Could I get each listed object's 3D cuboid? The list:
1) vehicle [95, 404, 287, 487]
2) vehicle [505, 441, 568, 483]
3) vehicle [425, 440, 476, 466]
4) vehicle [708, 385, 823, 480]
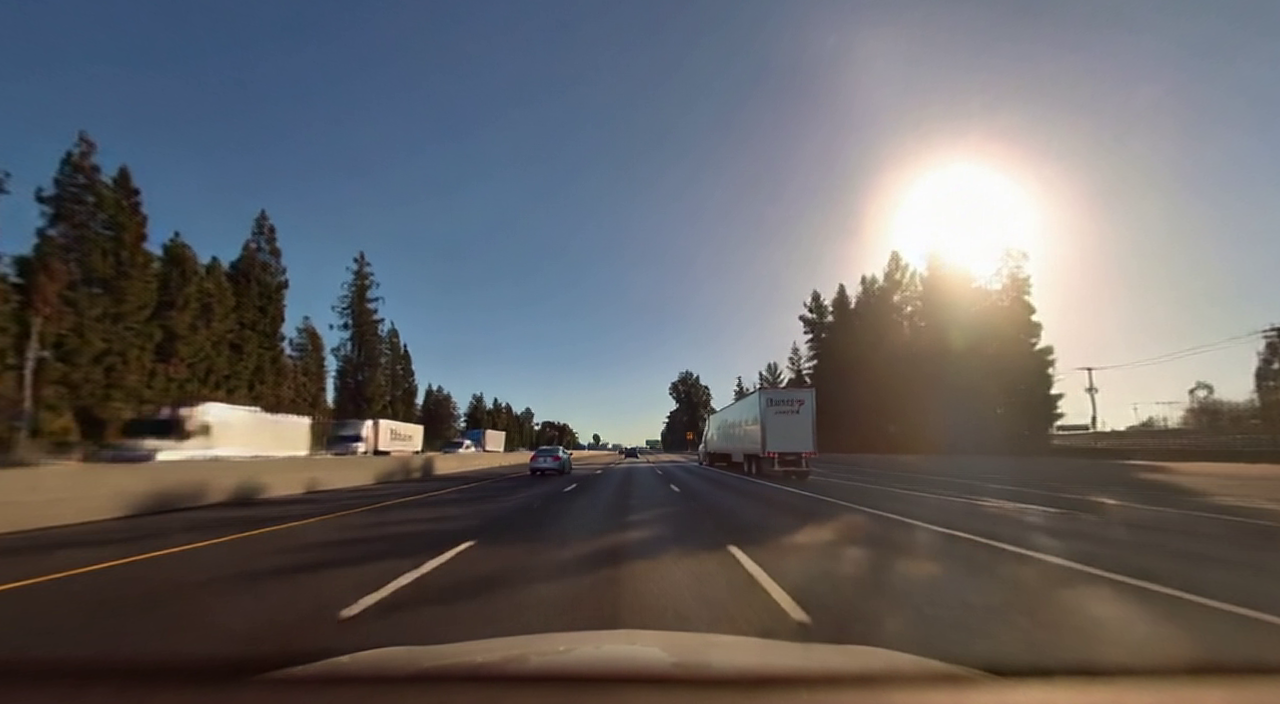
[{"bbox_3d":[-13.417,2.888,19.443,2.215,2.225,4.941,0,-9,0],"label":"vehicle"},{"bbox_3d":[-4.345,4.677,27.130,2.027,1.651,4.099,0,-9,0],"label":"vehicle"},{"bbox_3d":[-13.443,7.209,45.133,2.193,1.724,4.842,0,-9,0],"label":"vehicle"},{"bbox_3d":[6.421,4.795,36.041,2.919,4.195,15.833,0,-9,-1],"label":"vehicle"}]
